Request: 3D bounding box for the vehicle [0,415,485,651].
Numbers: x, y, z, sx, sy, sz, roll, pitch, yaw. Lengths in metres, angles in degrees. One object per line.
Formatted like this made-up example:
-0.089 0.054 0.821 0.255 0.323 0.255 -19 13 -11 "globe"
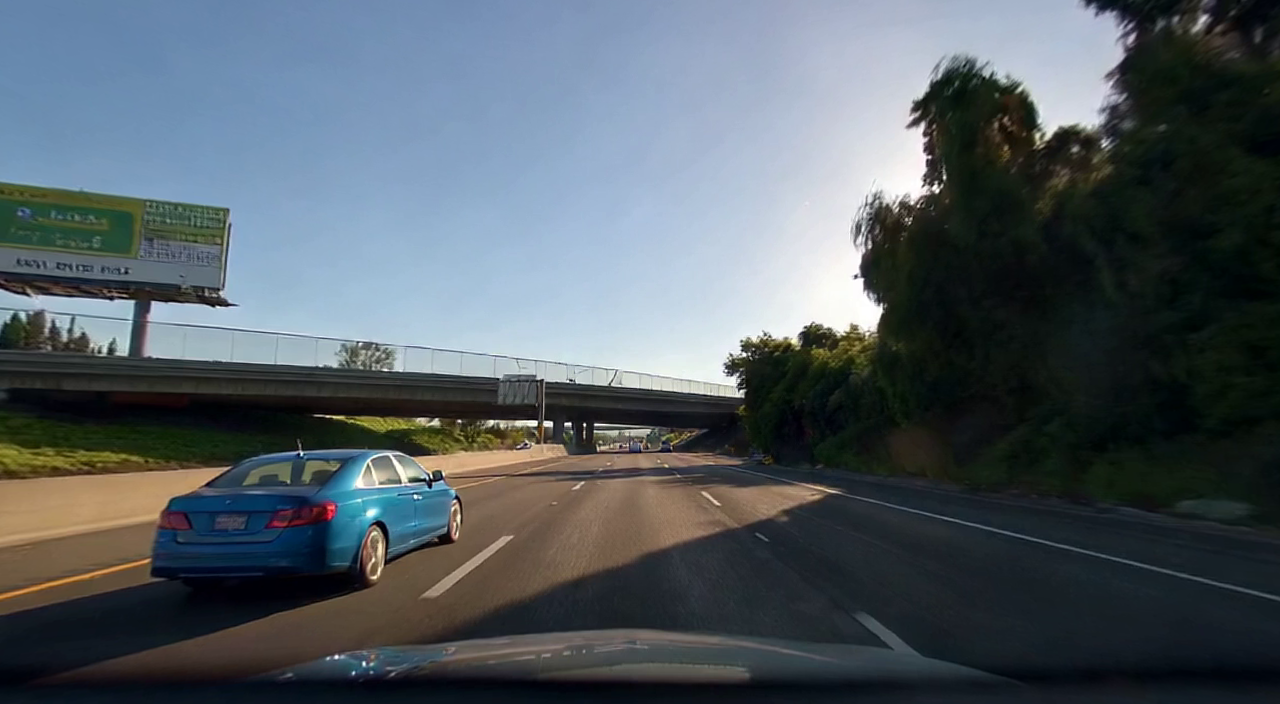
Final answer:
-3.235 1.548 6.562 2.029 1.557 4.570 0 -8 1 "vehicle"
